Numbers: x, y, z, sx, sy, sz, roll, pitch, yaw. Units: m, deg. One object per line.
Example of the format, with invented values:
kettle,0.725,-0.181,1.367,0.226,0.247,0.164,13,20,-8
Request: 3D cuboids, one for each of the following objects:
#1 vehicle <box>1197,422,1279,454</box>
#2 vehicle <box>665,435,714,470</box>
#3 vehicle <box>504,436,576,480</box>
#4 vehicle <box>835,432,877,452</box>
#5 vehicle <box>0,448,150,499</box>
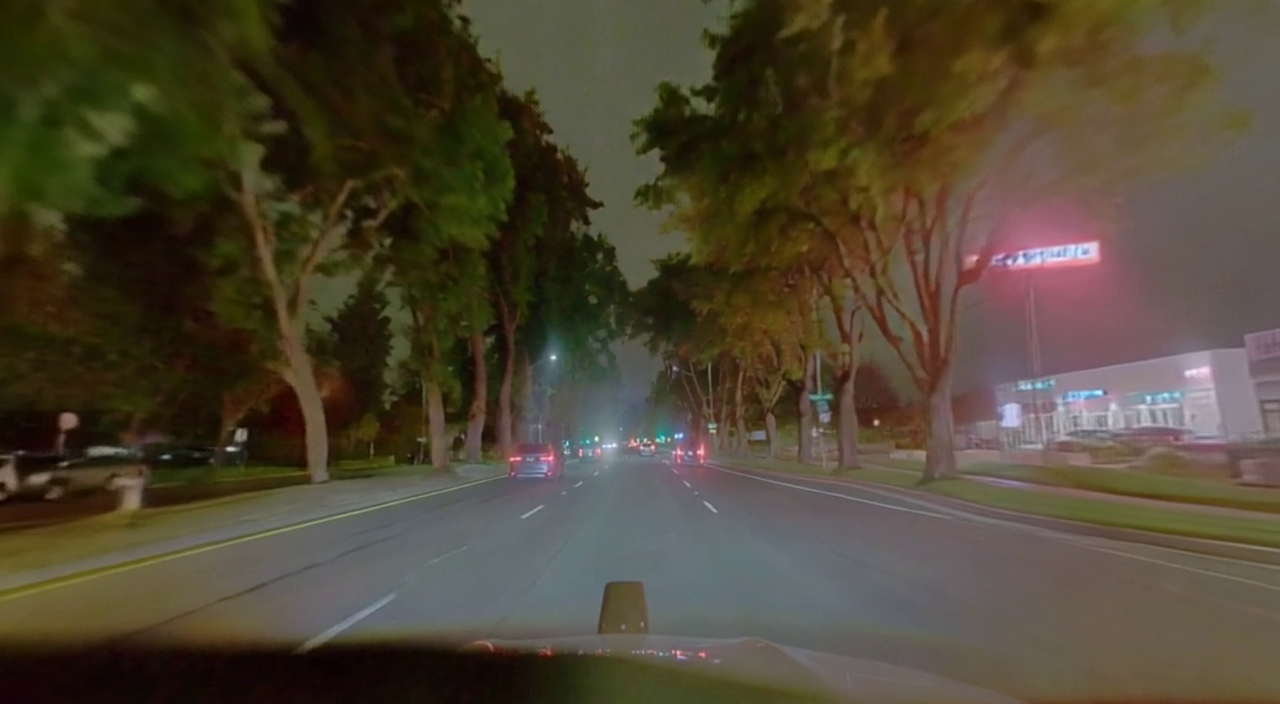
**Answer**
vehicle,30.693,4.237,30.978,1.914,1.507,4.550,1,-8,-12
vehicle,2.350,4.876,30.764,1.922,1.579,3.642,0,-8,-2
vehicle,-3.666,3.984,24.009,1.908,1.481,4.536,0,-8,1
vehicle,16.021,6.716,46.986,1.823,1.413,3.884,0,-8,2
vehicle,-22.637,4.811,25.403,1.958,1.780,4.479,-1,-8,3
